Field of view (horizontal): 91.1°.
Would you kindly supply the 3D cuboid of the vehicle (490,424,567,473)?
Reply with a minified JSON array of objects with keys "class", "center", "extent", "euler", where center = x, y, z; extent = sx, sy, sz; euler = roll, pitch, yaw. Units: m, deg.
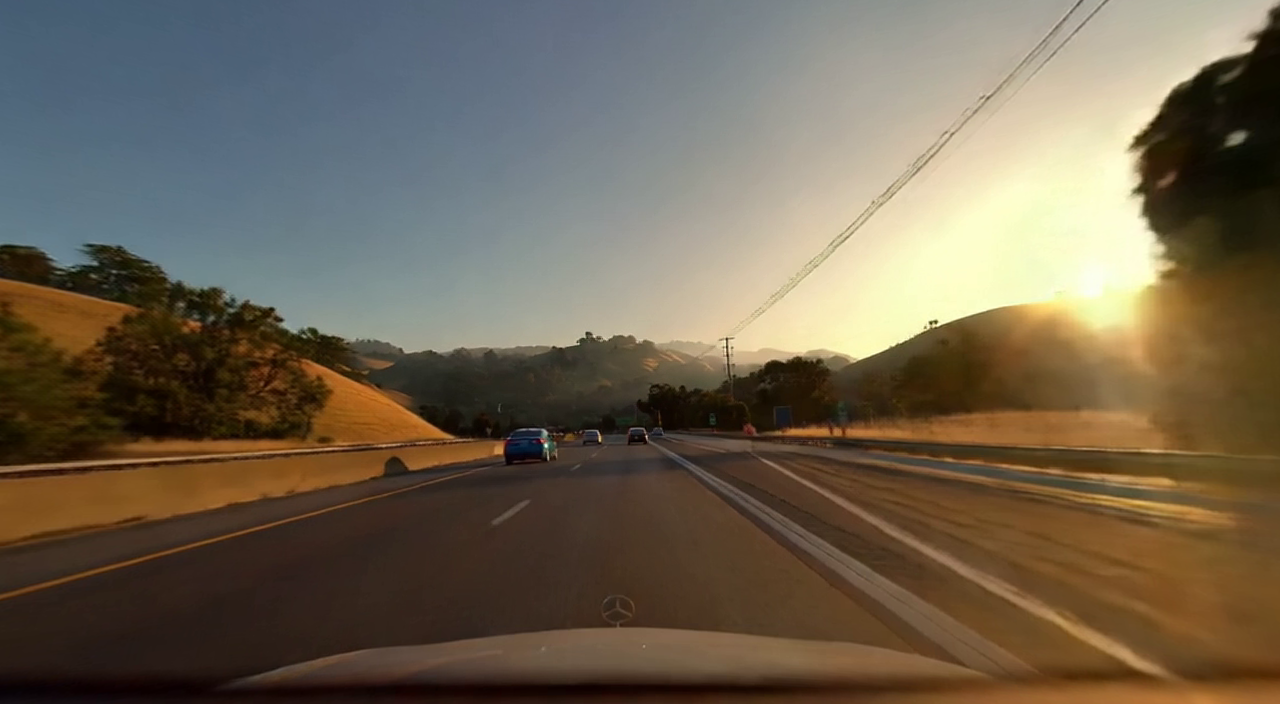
[{"class":"vehicle","center":[-3.927,3.456,22.804],"extent":[2.023,1.580,4.259],"euler":[0,-8,0]}]
